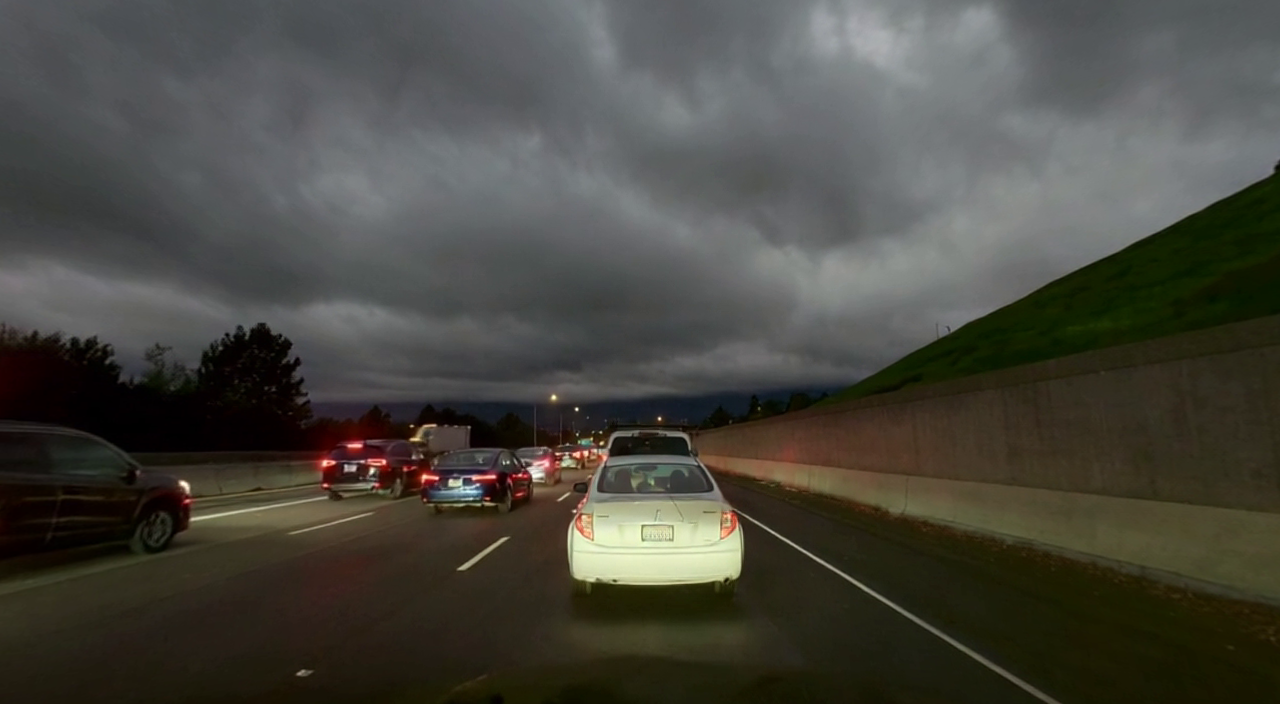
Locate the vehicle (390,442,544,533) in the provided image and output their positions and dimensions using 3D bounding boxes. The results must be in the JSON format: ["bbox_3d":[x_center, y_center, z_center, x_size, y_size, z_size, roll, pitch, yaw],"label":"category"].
[{"bbox_3d":[-3.231,2.606,12.695,1.917,1.506,3.949,0,-9,1],"label":"vehicle"}]

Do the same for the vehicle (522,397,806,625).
[{"bbox_3d":[0.146,1.646,7.652,2.210,1.760,5.303,0,-9,-1],"label":"vehicle"}]

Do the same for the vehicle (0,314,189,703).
[{"bbox_3d":[-3.519,0.578,0.934,2.085,1.893,4.880,0,-9,-1],"label":"vehicle"}]

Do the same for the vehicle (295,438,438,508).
[{"bbox_3d":[-7.520,3.343,17.932,1.986,1.700,4.558,0,-9,0],"label":"vehicle"}]
